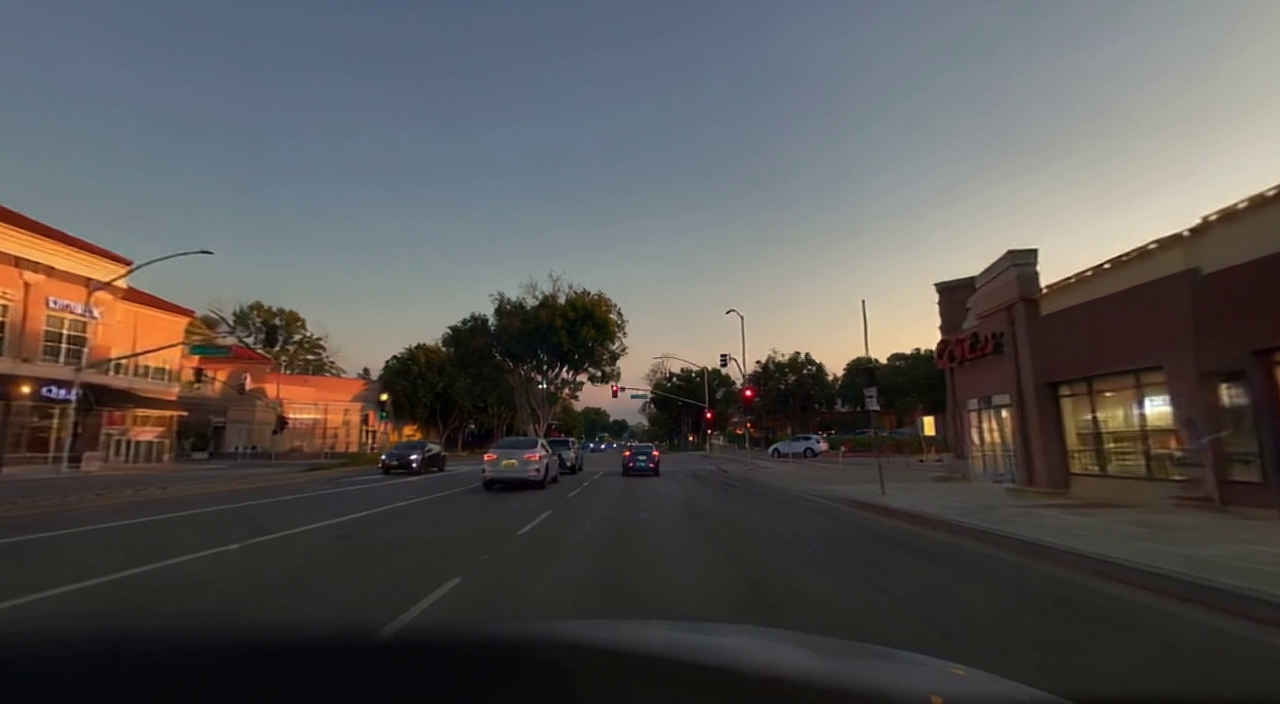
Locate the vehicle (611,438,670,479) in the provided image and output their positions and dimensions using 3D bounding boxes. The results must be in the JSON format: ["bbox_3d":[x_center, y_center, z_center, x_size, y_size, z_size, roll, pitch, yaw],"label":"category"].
[{"bbox_3d":[0.099,4.353,26.099,2.258,1.507,3.896,-1,-8,3],"label":"vehicle"}]

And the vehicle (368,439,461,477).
[{"bbox_3d":[-9.563,4.523,27.140,2.096,1.474,4.585,-1,-9,3],"label":"vehicle"}]

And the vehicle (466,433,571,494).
[{"bbox_3d":[-3.308,3.139,18.096,2.029,1.517,4.375,0,-9,2],"label":"vehicle"}]
